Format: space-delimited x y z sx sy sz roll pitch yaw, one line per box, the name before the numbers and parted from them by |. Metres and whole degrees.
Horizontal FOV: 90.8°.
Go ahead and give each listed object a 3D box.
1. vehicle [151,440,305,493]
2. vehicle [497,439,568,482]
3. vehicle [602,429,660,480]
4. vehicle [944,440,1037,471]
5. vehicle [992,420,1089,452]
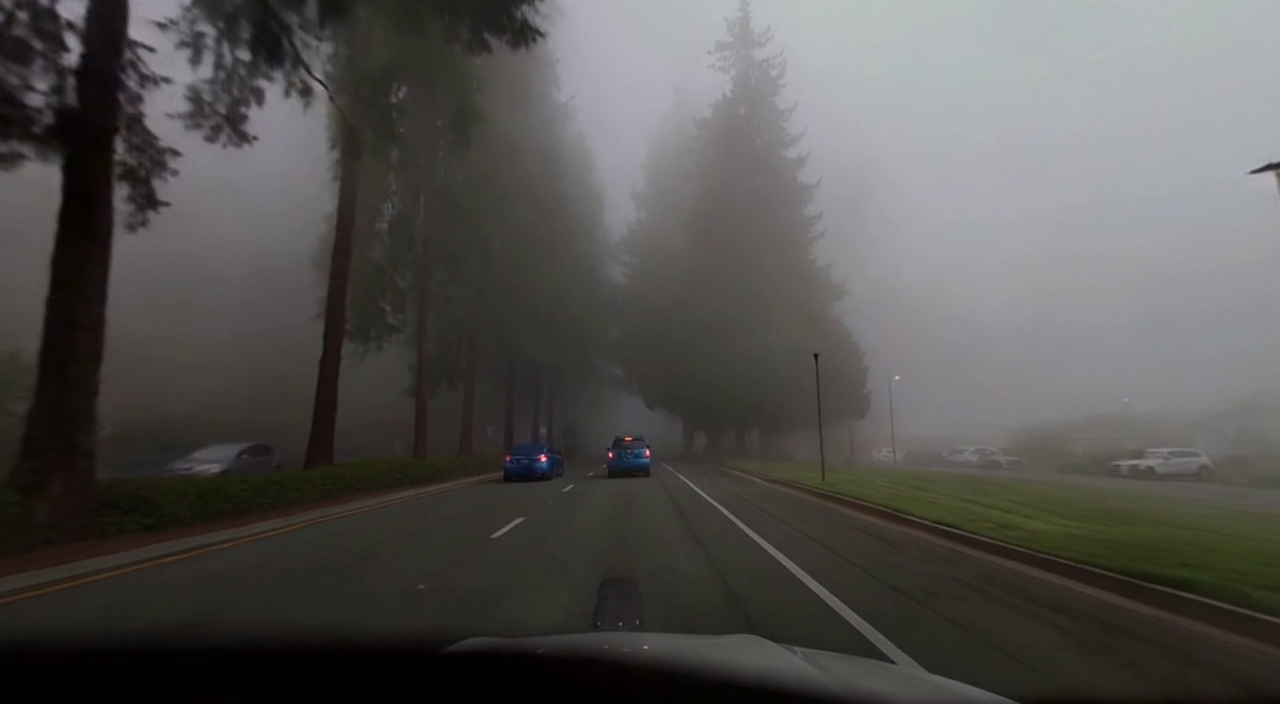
vehicle | -16.422 4.566 25.736 2.306 1.890 5.822 0 -8 0
vehicle | -3.961 4.075 24.020 1.917 1.448 4.178 0 -8 1
vehicle | -0.348 3.848 23.923 2.018 1.769 3.897 0 -8 -1
vehicle | 20.875 6.174 37.775 4.387 1.752 1.903 0 -8 -3
vehicle | 19.994 4.214 31.648 3.567 1.521 1.879 0 -8 -5
